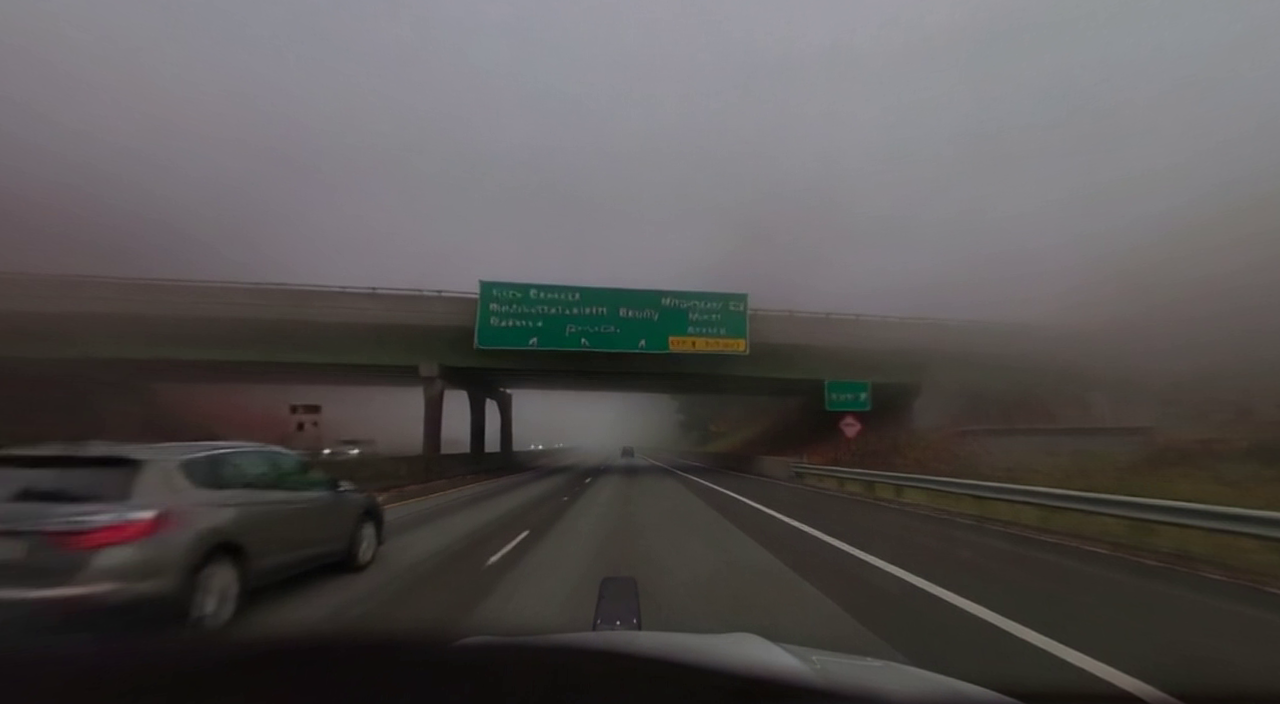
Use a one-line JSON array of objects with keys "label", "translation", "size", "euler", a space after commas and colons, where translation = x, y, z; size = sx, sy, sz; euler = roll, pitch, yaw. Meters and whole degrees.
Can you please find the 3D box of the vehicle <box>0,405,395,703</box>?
[{"label": "vehicle", "translation": [-4.000, 1.381, 5.213], "size": [2.047, 1.519, 4.832], "euler": [-1, -9, -1]}]
